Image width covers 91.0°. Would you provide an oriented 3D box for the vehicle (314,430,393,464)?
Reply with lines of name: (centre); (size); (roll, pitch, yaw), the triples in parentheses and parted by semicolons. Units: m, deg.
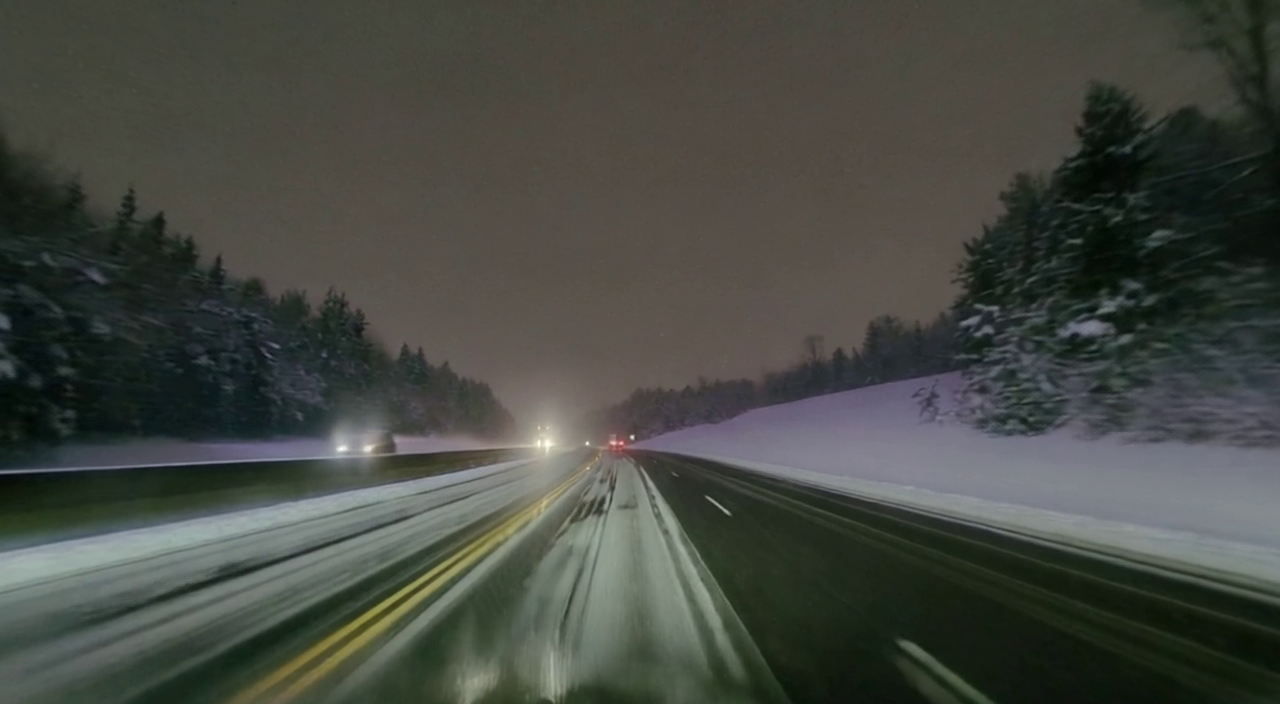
vehicle: (-14.247, 4.726, 31.609); (2.011, 1.555, 4.404); (0, -8, -3)
